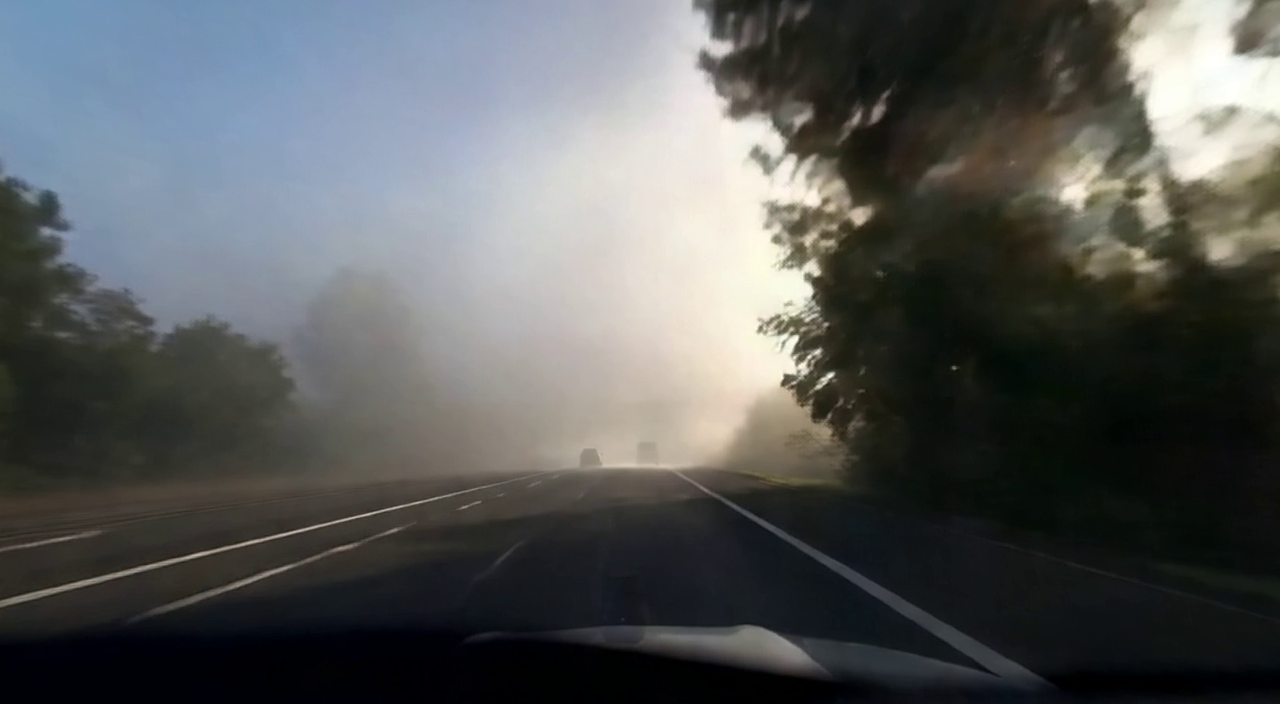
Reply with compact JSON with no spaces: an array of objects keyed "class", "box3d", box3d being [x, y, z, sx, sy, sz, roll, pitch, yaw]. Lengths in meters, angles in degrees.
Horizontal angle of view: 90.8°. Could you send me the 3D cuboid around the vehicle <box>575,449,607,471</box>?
[{"class":"vehicle","box3d":[-3.589,8.013,46.986,2.049,1.575,4.019,0,-9,0]}]
